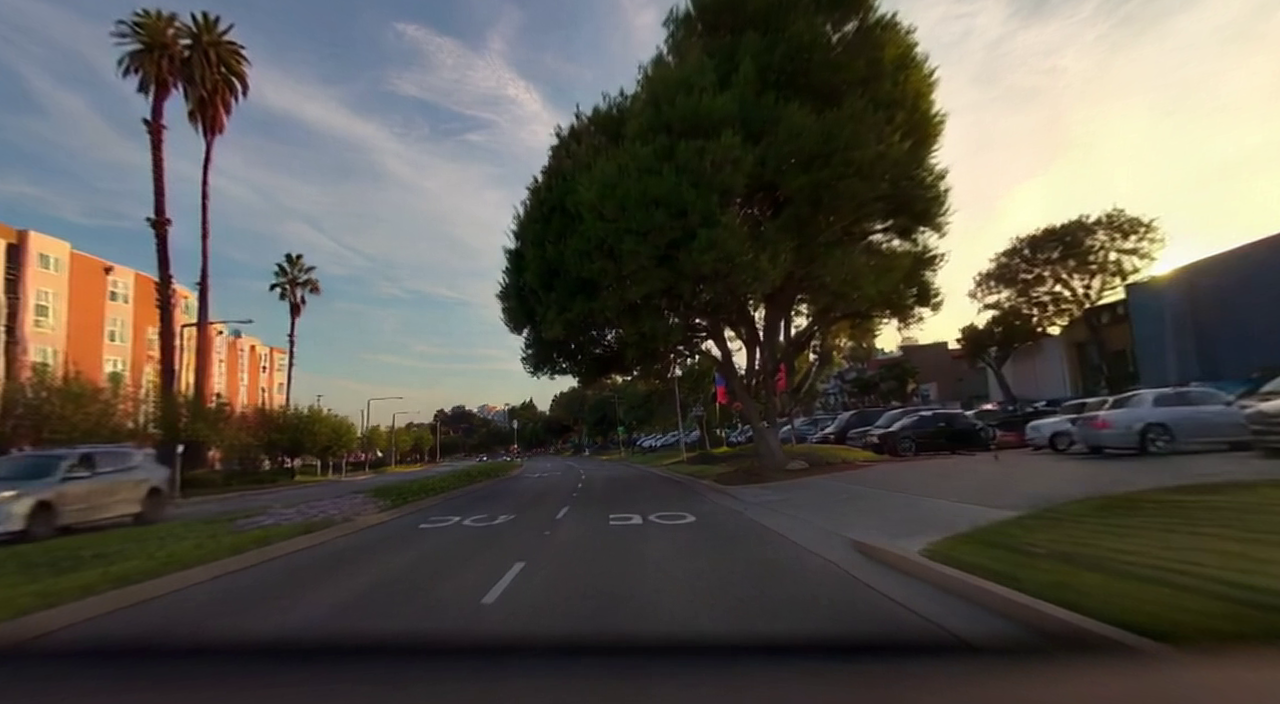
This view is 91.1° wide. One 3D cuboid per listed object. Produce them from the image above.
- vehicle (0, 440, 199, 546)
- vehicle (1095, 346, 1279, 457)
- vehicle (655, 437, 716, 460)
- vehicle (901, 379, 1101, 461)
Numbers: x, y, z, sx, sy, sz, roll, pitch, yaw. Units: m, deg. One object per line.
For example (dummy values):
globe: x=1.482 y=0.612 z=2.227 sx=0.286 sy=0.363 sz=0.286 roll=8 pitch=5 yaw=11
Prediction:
vehicle: x=-12.977 y=3.026 z=14.308 sx=2.239 sy=1.955 sz=5.017 roll=0 pitch=-8 yaw=-1
vehicle: x=10.610 y=0.876 z=10.418 sx=4.423 sy=1.662 sz=2.097 roll=0 pitch=-8 yaw=1
vehicle: x=3.436 y=7.207 z=47.017 sx=4.248 sy=1.663 sz=2.180 roll=8 pitch=-11 yaw=-43
vehicle: x=11.486 y=2.263 z=20.315 sx=4.873 sy=1.955 sz=2.245 roll=-6 pitch=-11 yaw=-1
